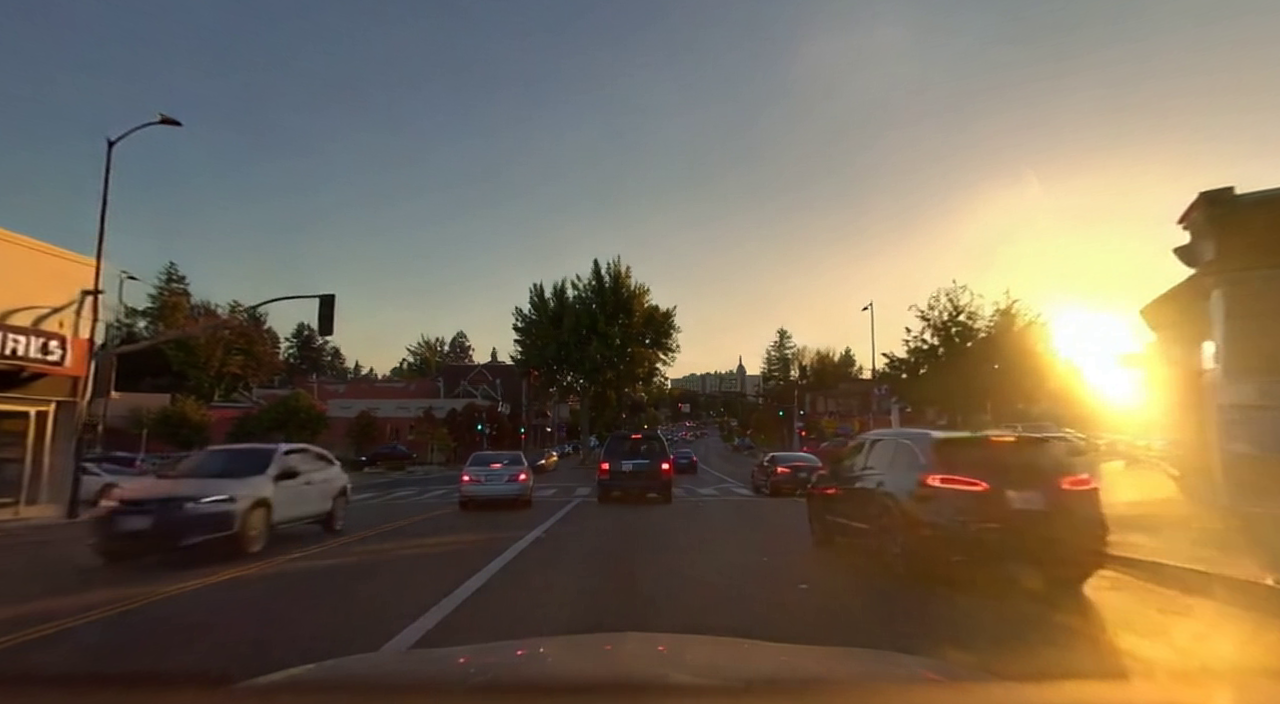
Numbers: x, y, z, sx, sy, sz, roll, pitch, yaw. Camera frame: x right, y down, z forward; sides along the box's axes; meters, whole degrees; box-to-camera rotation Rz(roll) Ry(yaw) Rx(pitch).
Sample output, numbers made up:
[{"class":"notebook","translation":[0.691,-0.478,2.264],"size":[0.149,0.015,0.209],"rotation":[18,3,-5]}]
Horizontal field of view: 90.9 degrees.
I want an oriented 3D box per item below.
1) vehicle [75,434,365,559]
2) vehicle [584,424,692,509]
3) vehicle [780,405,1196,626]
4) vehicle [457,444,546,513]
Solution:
[{"class":"vehicle","translation":[-6.938,2.371,11.207],"size":[2.121,1.746,4.402],"rotation":[0,-8,0]},{"class":"vehicle","translation":[-0.076,3.207,18.215],"size":[2.638,2.065,5.313],"rotation":[0,-8,0]},{"class":"vehicle","translation":[3.363,1.665,7.527],"size":[2.276,1.787,4.630],"rotation":[0,-8,0]},{"class":"vehicle","translation":[-3.638,3.262,16.912],"size":[1.975,1.570,4.456],"rotation":[1,-8,-11]}]
